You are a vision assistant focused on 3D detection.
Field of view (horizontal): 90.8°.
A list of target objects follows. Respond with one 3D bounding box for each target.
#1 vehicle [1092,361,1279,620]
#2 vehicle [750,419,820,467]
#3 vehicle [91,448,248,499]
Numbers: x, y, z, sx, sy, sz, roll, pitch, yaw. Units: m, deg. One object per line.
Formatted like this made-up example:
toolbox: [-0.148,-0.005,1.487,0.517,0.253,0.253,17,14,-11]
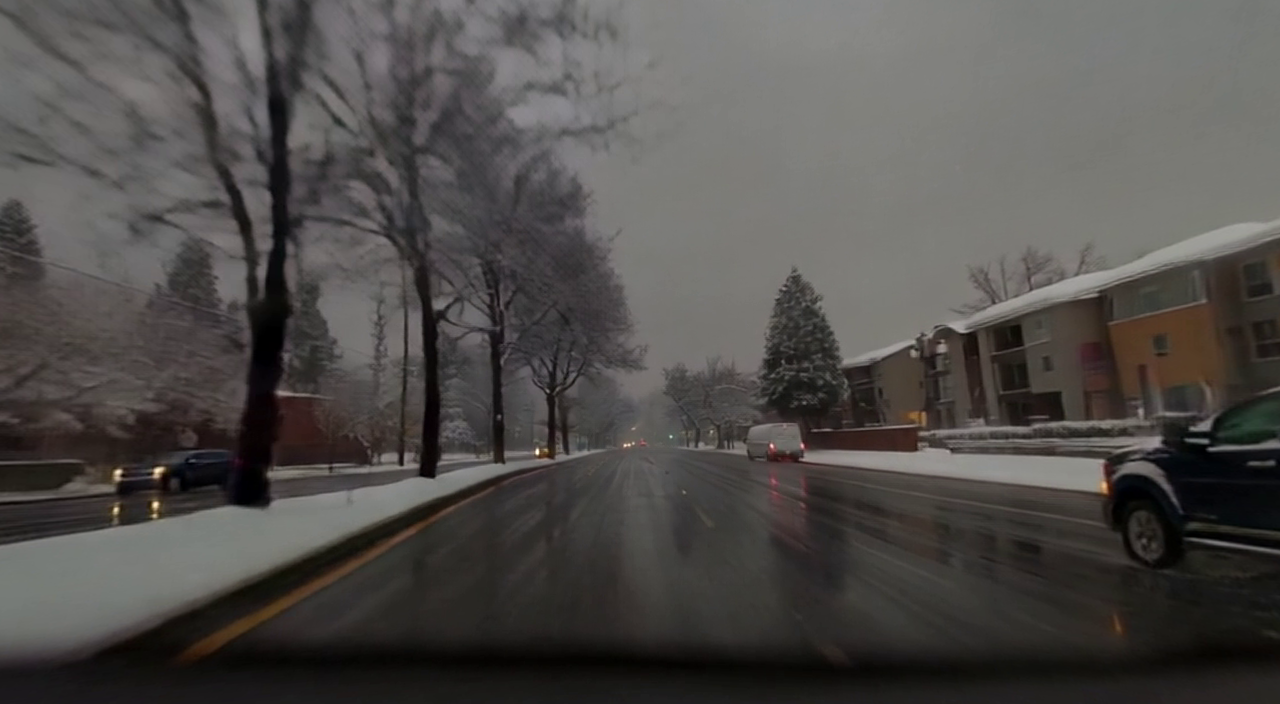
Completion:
vehicle: [6.157,0.876,3.646,2.493,1.956,6.125,0,-9,-1]
vehicle: [10.170,6.523,45.436,2.842,2.993,8.104,-3,-8,-1]
vehicle: [-19.486,5.000,26.633,2.146,1.848,5.680,-1,-9,1]
